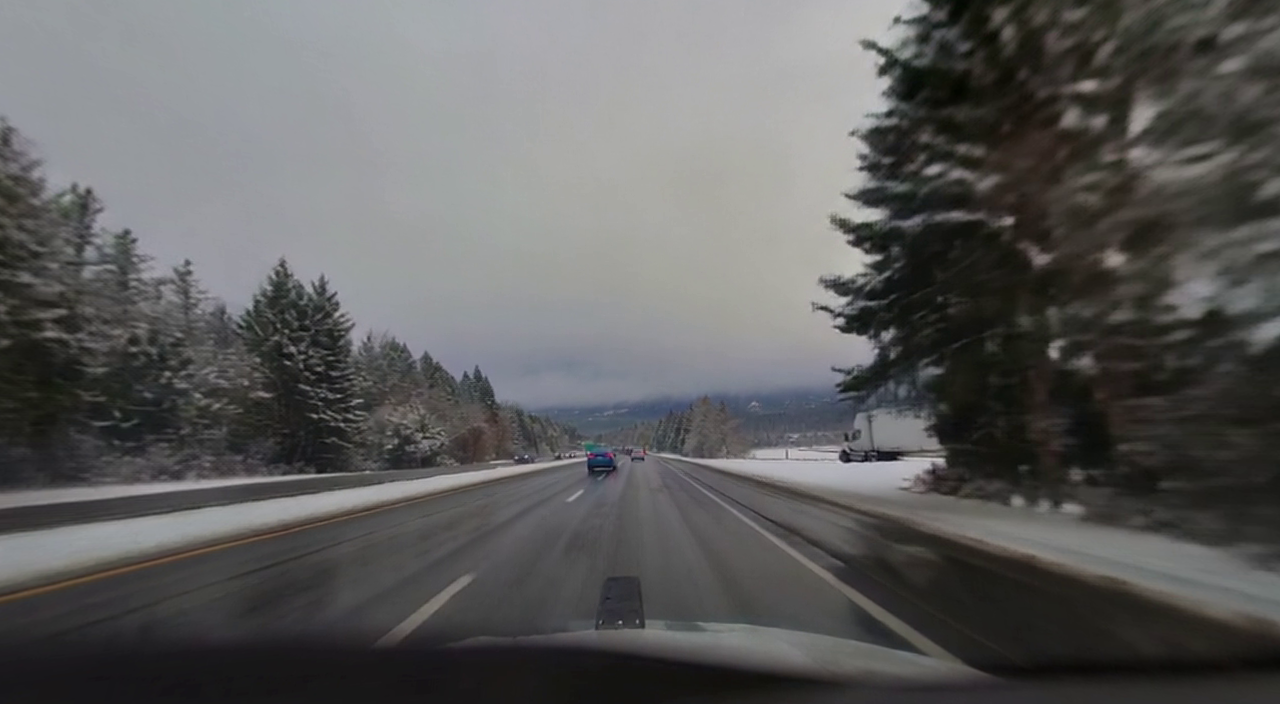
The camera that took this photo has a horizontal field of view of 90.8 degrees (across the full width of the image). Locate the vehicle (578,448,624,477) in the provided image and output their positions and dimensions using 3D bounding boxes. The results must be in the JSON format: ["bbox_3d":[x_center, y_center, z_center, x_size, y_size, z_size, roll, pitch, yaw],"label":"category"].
[{"bbox_3d":[-2.042,5.976,34.500,2.170,1.451,4.584,0,-9,1],"label":"vehicle"}]

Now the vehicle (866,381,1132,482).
[{"bbox_3d":[17.603,4.376,33.541,2.859,4.163,14.784,1,-9,-12],"label":"vehicle"}]
